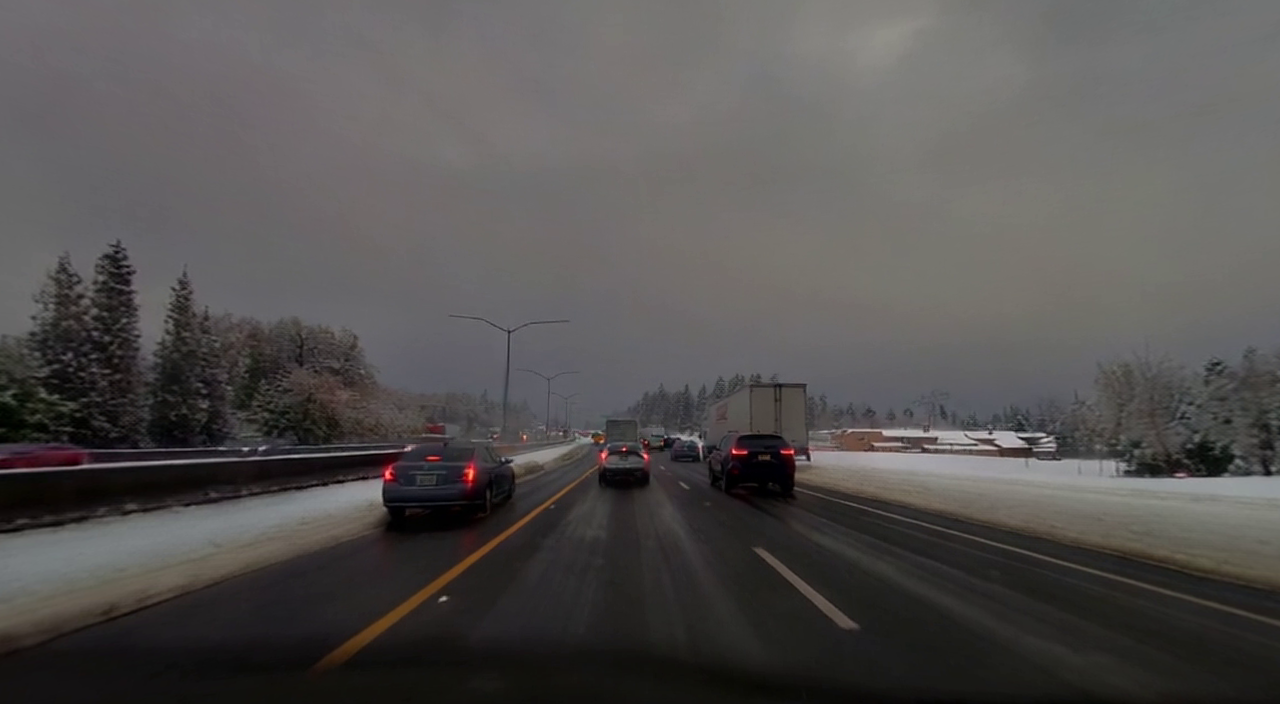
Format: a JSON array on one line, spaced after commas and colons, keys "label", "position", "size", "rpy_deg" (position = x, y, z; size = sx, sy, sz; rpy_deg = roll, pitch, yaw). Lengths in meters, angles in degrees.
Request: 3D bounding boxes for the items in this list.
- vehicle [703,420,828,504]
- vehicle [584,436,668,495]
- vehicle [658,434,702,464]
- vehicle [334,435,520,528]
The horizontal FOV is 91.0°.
[{"label": "vehicle", "position": [3.055, 2.800, 16.467], "size": [2.173, 1.870, 4.499], "rpy_deg": [0, -8, -2]}, {"label": "vehicle", "position": [-0.389, 3.174, 17.967], "size": [2.136, 1.470, 3.971], "rpy_deg": [0, -8, -1]}, {"label": "vehicle", "position": [2.554, 6.436, 41.837], "size": [2.476, 1.843, 5.652], "rpy_deg": [0, -8, -1]}, {"label": "vehicle", "position": [-3.718, 2.325, 11.996], "size": [1.998, 1.423, 4.436], "rpy_deg": [0, -8, 0]}]
